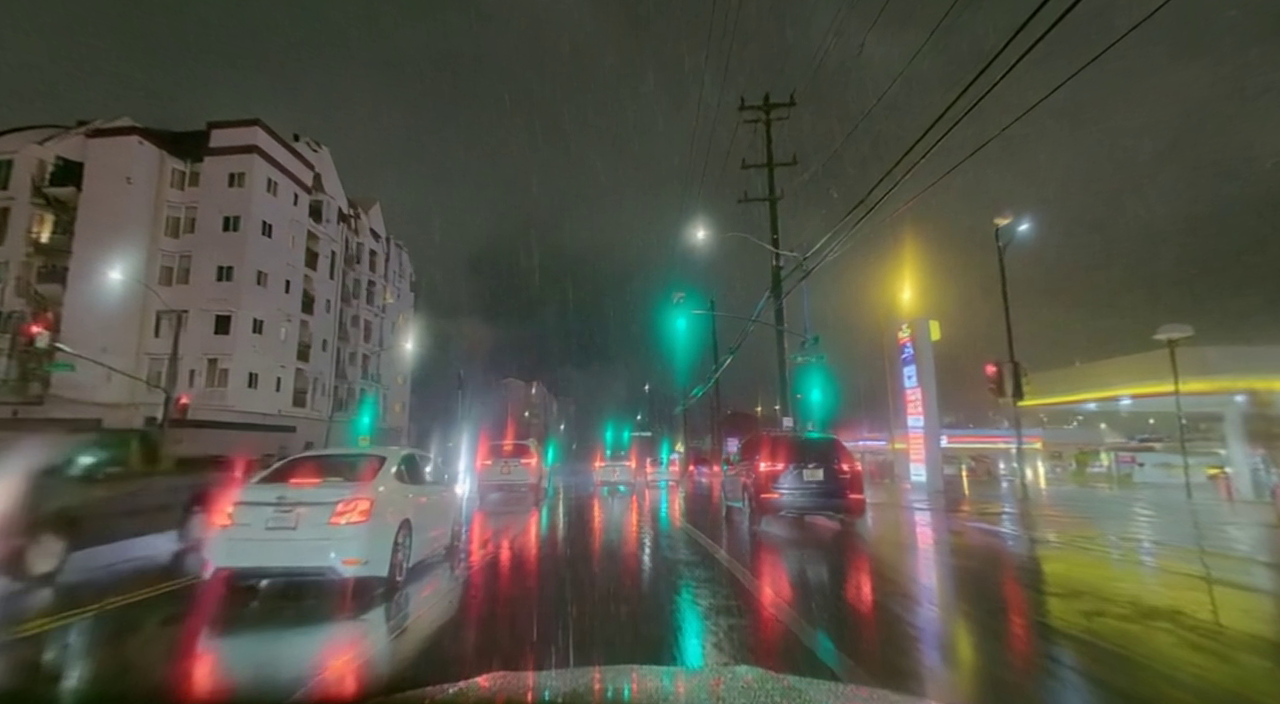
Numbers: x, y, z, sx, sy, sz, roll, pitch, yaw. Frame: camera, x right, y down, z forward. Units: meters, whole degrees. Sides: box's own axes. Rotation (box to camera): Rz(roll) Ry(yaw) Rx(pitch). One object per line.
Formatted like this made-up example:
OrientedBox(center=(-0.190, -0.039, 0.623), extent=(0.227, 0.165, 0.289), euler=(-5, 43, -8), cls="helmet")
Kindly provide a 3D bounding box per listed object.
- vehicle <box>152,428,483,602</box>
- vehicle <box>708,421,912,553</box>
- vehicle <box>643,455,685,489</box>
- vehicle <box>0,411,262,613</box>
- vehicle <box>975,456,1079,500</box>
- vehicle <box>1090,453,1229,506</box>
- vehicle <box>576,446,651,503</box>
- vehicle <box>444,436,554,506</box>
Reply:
OrientedBox(center=(-3.310, 1.715, 7.663), extent=(1.932, 1.458, 4.330), euler=(0, -8, -3), cls="vehicle")
OrientedBox(center=(2.389, 2.010, 10.155), extent=(1.945, 1.647, 4.160), euler=(0, -8, -3), cls="vehicle")
OrientedBox(center=(1.279, 6.710, 35.506), extent=(1.953, 1.687, 4.094), euler=(0, -8, -4), cls="vehicle")
OrientedBox(center=(-6.651, 1.649, 7.258), extent=(2.069, 1.735, 4.240), euler=(0, -8, -2), cls="vehicle")
OrientedBox(center=(15.201, 4.924, 25.141), extent=(1.959, 1.482, 4.664), euler=(-2, -8, 12), cls="vehicle")
OrientedBox(center=(20.658, 5.039, 25.423), extent=(1.878, 1.680, 4.244), euler=(-2, -7, -1), cls="vehicle")
OrientedBox(center=(-0.792, 3.565, 18.848), extent=(1.999, 1.487, 3.939), euler=(0, -8, -2), cls="vehicle")
OrientedBox(center=(-3.809, 3.278, 17.949), extent=(2.221, 1.706, 4.451), euler=(0, -8, -2), cls="vehicle")
